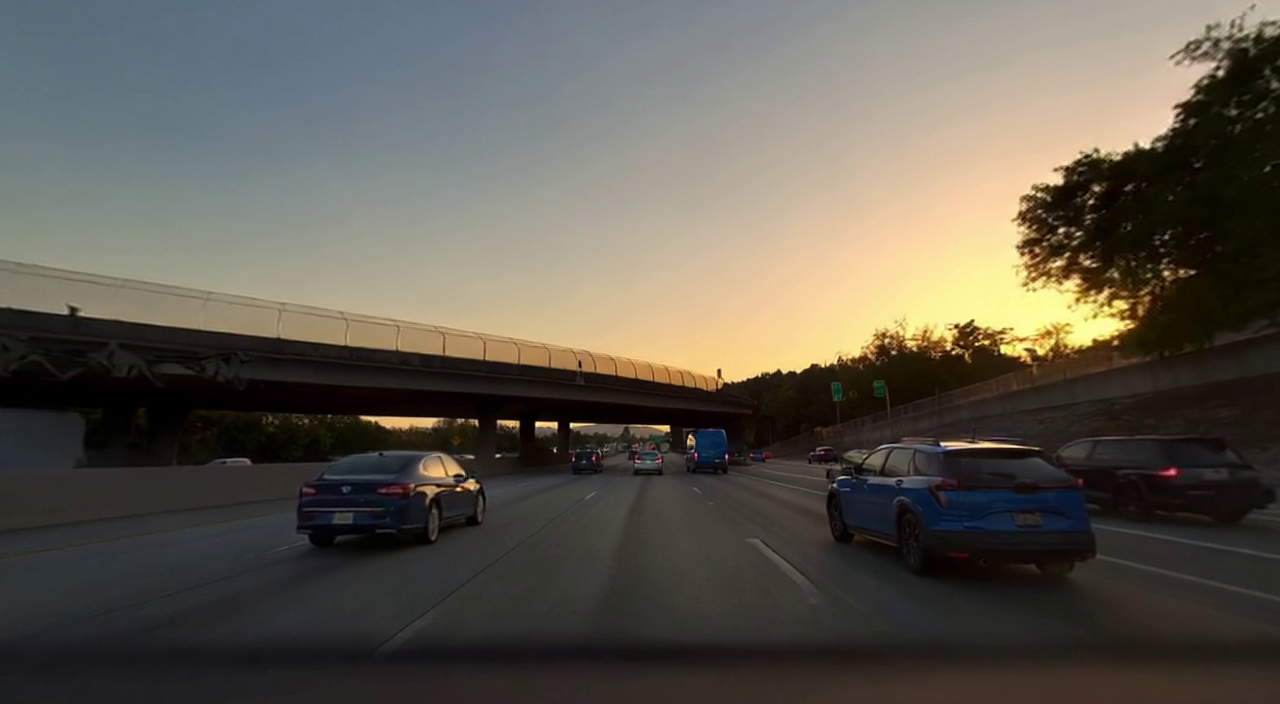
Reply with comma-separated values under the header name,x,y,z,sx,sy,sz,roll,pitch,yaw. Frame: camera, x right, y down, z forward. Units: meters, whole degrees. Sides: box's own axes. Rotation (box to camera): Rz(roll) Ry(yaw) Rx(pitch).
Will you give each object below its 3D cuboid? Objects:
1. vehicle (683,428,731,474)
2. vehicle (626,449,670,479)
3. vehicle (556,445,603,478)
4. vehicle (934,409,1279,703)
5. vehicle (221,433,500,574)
name,x,y,z,sx,sy,sz,roll,pitch,yaw
vehicle,4.244,6.459,41.316,2.436,2.745,6.607,0,-9,0
vehicle,0.391,5.908,33.461,2.174,1.467,4.005,0,-8,0
vehicle,-3.303,6.093,35.366,2.078,1.706,4.298,-1,-8,2
vehicle,4.172,1.255,4.374,2.085,1.558,4.466,0,-9,0
vehicle,-3.580,1.999,9.090,2.137,1.562,3.926,0,-8,2
